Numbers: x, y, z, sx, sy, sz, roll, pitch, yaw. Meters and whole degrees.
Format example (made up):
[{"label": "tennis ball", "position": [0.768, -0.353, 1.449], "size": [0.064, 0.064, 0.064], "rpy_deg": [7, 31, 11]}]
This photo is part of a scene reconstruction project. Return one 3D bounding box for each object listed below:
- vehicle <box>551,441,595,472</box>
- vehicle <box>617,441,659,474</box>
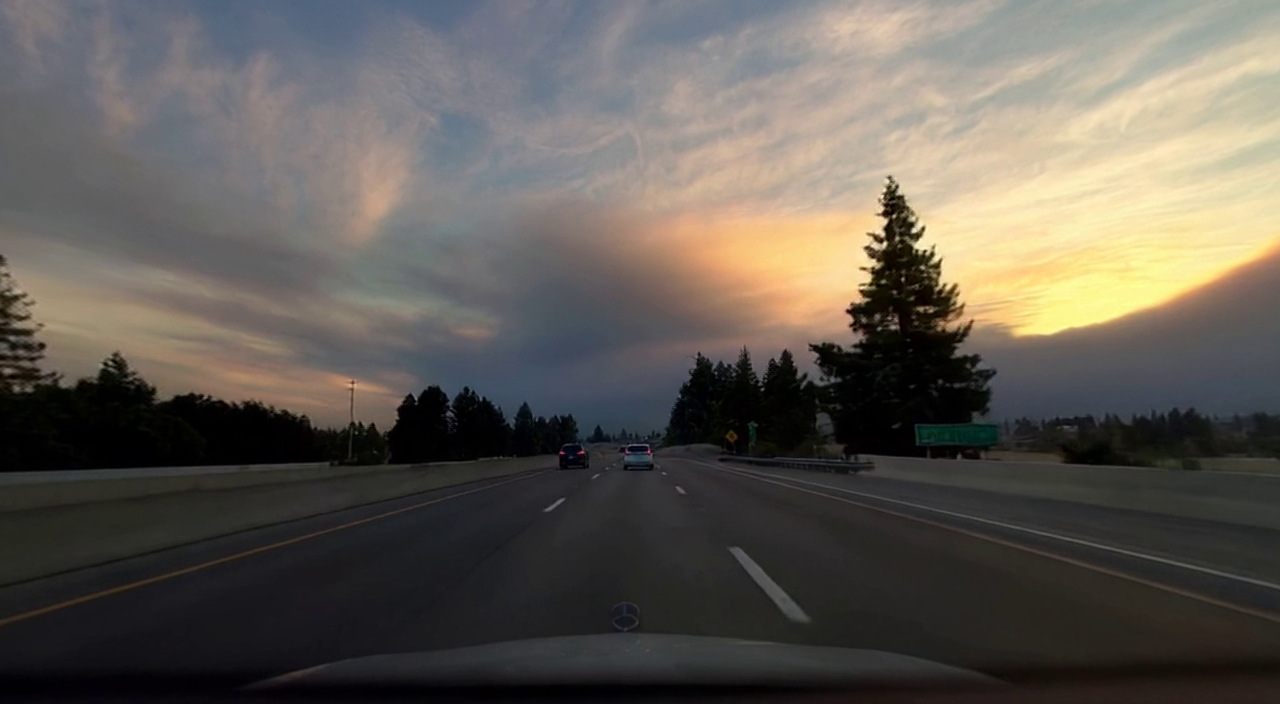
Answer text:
[{"label": "vehicle", "position": [-3.981, 6.288, 38.201], "size": [2.130, 1.741, 4.665], "rpy_deg": [0, -8, 1]}, {"label": "vehicle", "position": [-0.095, 5.704, 34.184], "size": [2.130, 1.684, 3.826], "rpy_deg": [0, -8, 0]}]
